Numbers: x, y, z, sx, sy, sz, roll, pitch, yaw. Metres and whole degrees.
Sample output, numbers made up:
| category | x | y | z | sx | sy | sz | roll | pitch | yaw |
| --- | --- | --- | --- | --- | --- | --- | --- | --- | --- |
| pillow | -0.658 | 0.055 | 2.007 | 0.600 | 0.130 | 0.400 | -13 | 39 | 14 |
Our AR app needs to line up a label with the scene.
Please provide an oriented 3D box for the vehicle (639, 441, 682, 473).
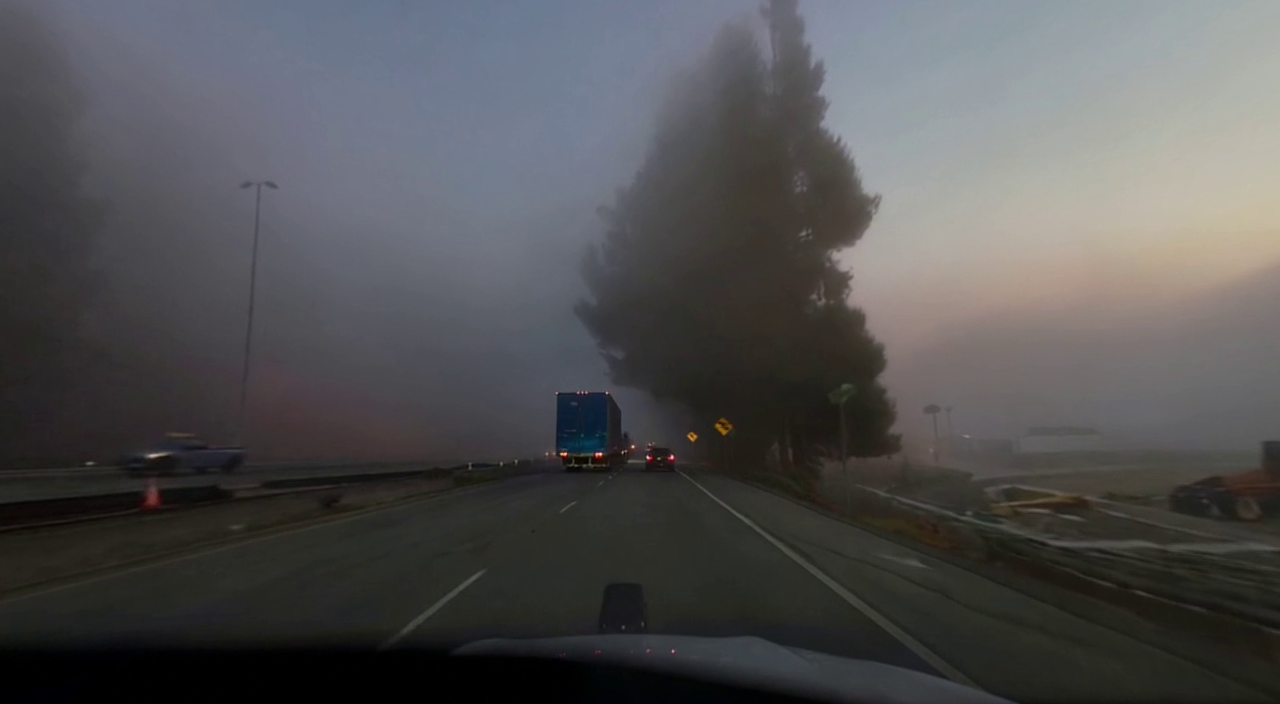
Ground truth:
| category | x | y | z | sx | sy | sz | roll | pitch | yaw |
| --- | --- | --- | --- | --- | --- | --- | --- | --- | --- |
| vehicle | 1.089 | 5.905 | 35.748 | 2.304 | 1.675 | 4.462 | 0 | -8 | 0 |

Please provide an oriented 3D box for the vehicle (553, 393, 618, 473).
| category | x | y | z | sx | sy | sz | roll | pitch | yaw |
| --- | --- | --- | --- | --- | --- | --- | --- | --- | --- |
| vehicle | -3.039 | 5.299 | 40.179 | 2.906 | 4.115 | 15.715 | 0 | -8 | 0 |
